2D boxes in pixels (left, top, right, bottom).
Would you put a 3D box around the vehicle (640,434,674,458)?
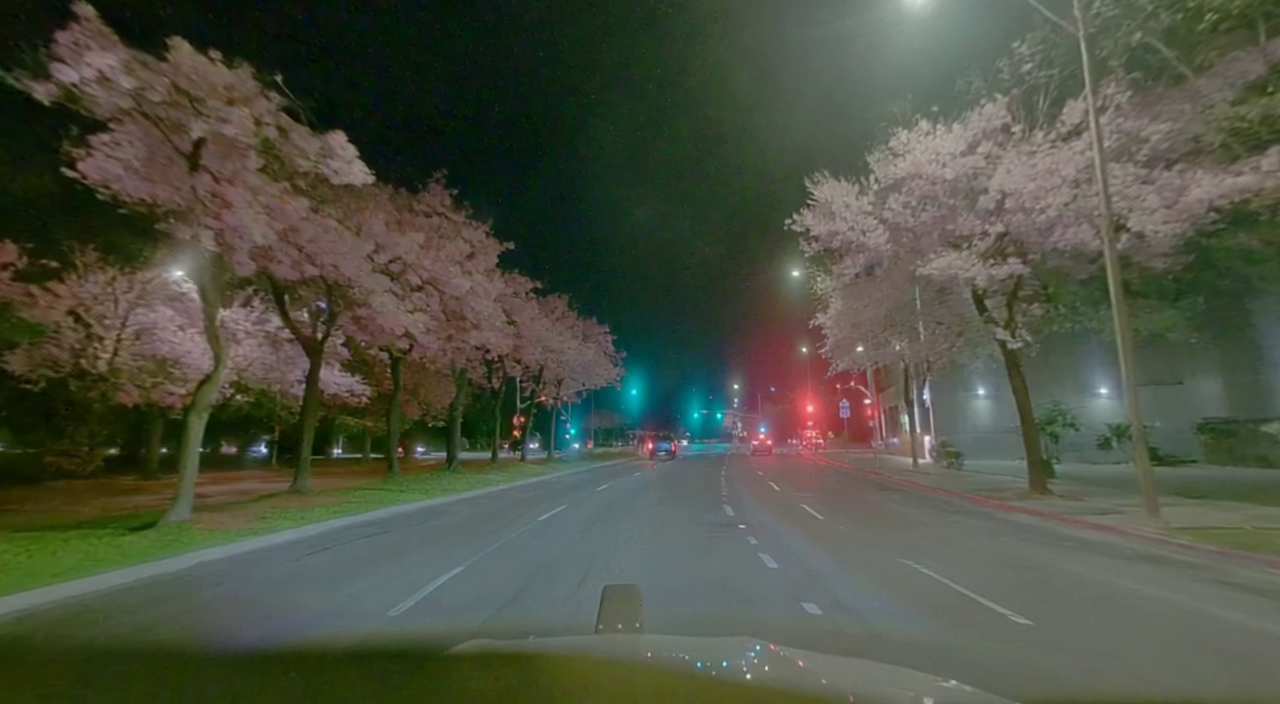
[{"bbox_3d":[1.326,6.969,46.913,1.995,1.703,4.367,-1,-9,8],"label":"vehicle"}]
